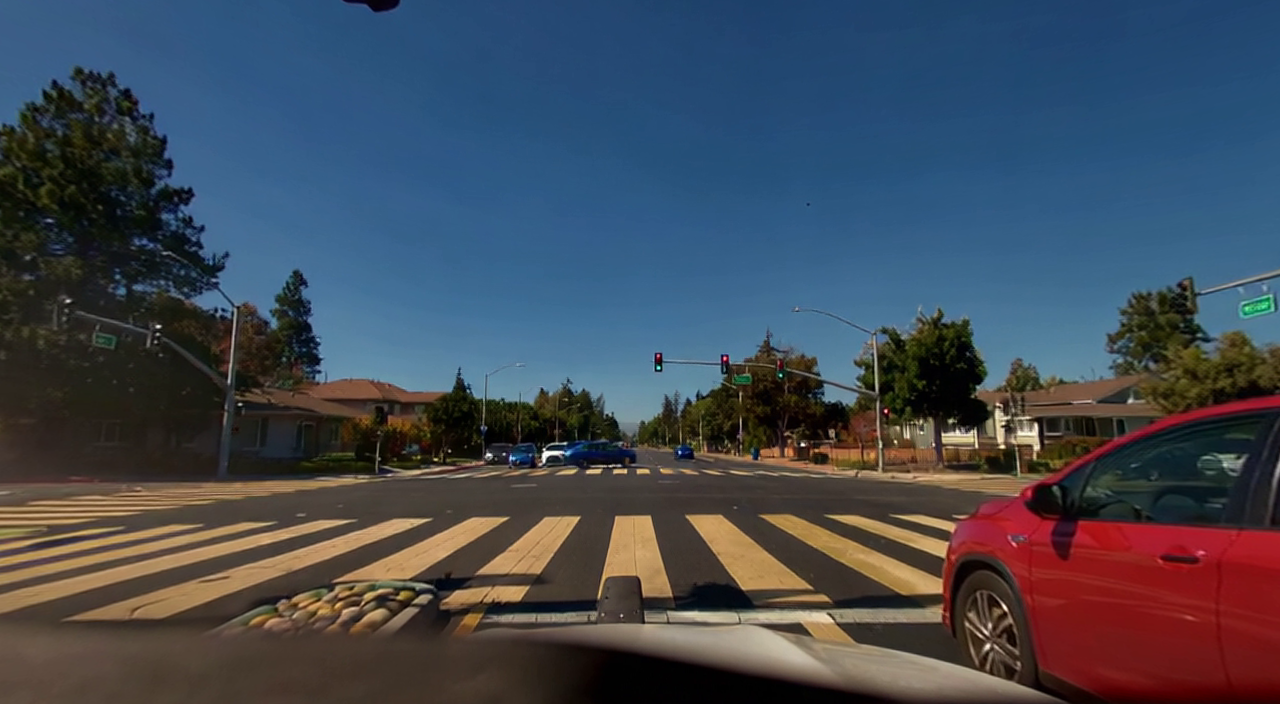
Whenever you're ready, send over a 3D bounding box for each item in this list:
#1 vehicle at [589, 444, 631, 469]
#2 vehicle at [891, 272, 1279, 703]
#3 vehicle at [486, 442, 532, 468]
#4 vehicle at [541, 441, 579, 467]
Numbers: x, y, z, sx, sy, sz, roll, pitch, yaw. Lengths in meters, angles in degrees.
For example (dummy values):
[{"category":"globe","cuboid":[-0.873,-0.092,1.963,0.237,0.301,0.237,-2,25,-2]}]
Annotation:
[{"category":"vehicle","cuboid":[-1.904,6.450,39.184,2.046,1.491,4.118,2,-9,-10]},{"category":"vehicle","cuboid":[2.716,0.711,1.698,2.085,1.800,4.908,0,-9,1]},{"category":"vehicle","cuboid":[-8.938,7.070,43.545,2.028,1.654,5.027,0,-9,1]},{"category":"vehicle","cuboid":[-5.527,7.112,44.309,2.091,1.707,4.157,0,-9,0]}]
